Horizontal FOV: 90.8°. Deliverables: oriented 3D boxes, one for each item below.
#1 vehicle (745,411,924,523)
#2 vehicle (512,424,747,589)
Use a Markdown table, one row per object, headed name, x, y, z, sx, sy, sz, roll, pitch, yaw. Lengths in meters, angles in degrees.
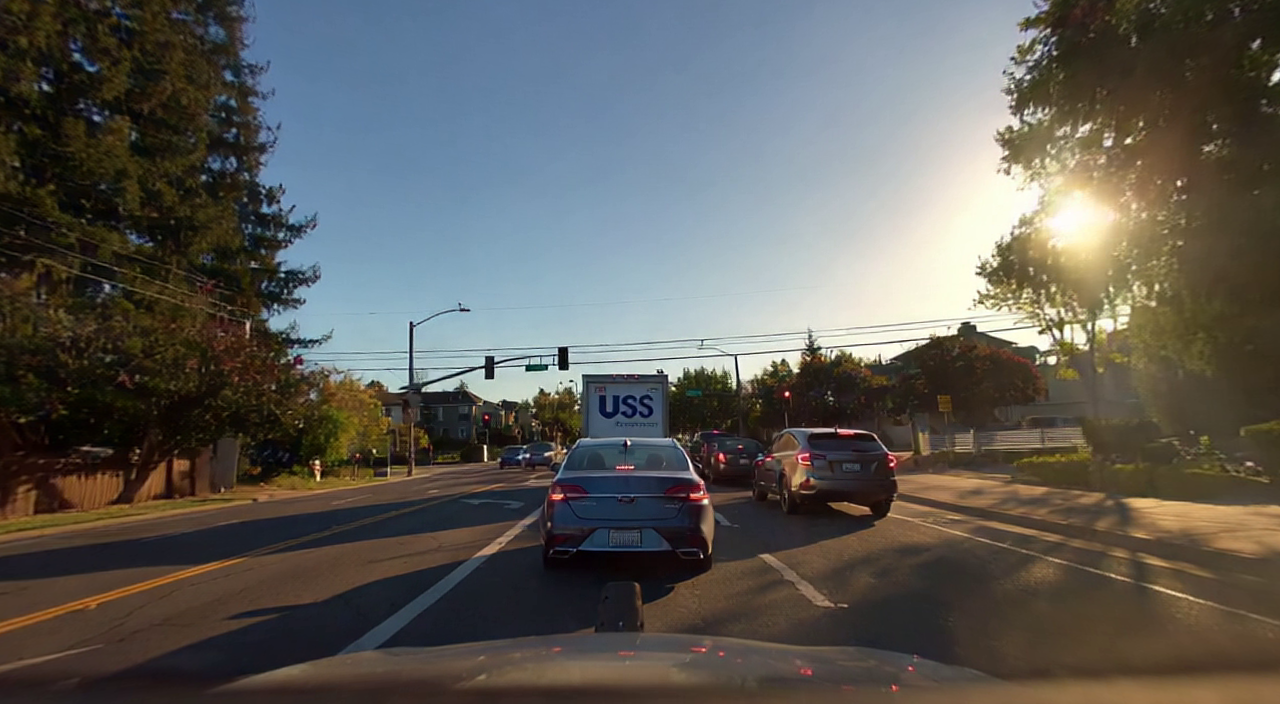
| name | x | y | z | sx | sy | sz | roll | pitch | yaw |
| --- | --- | --- | --- | --- | --- | --- | --- | --- | --- |
| vehicle | 3.606 | 2.244 | 12.819 | 2.145 | 1.847 | 4.524 | 0 | -8 | 0 |
| vehicle | -0.149 | 1.720 | 7.933 | 2.135 | 1.483 | 4.207 | 0 | -8 | -2 |
